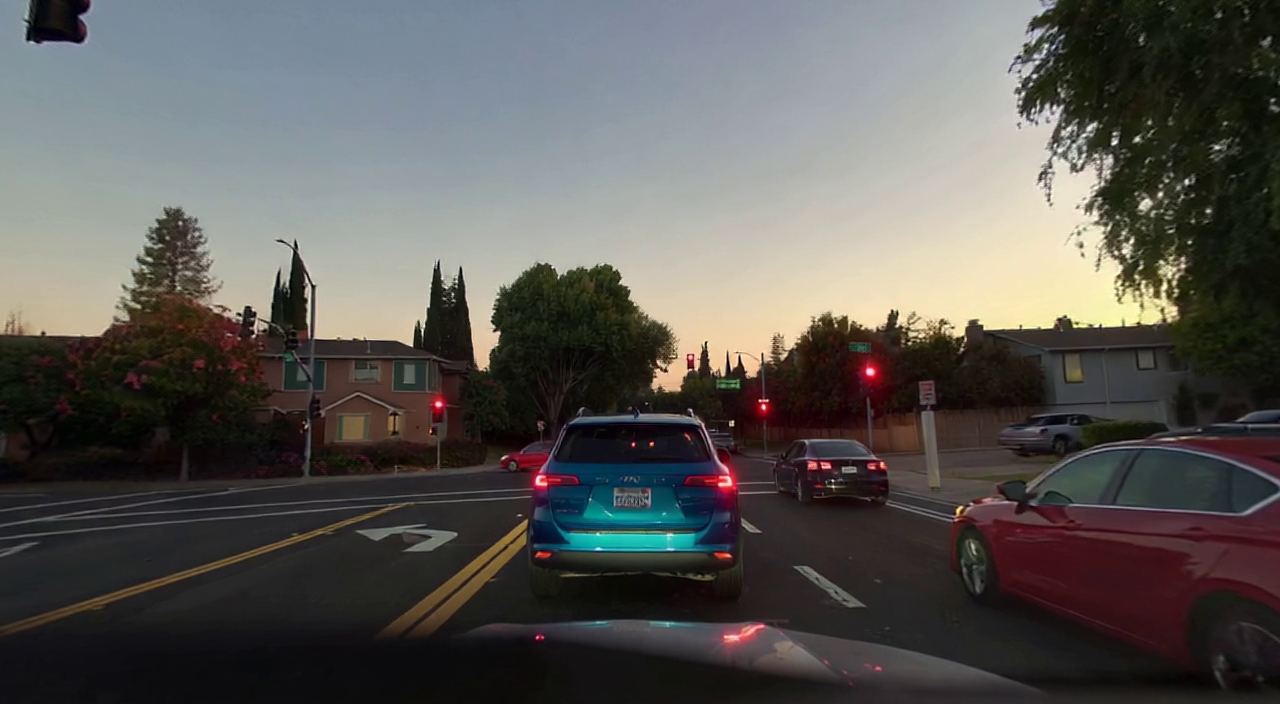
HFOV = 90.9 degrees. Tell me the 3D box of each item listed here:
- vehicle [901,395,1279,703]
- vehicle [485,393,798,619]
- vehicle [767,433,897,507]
[{"bbox_3d":[3.654,1.157,4.000,2.077,1.527,4.755,0,-8,2],"label":"vehicle"},{"bbox_3d":[0.045,1.469,6.947,2.322,1.667,4.367,0,-8,1],"label":"vehicle"},{"bbox_3d":[4.407,2.757,15.192,1.934,1.506,4.282,-1,-8,2],"label":"vehicle"}]
